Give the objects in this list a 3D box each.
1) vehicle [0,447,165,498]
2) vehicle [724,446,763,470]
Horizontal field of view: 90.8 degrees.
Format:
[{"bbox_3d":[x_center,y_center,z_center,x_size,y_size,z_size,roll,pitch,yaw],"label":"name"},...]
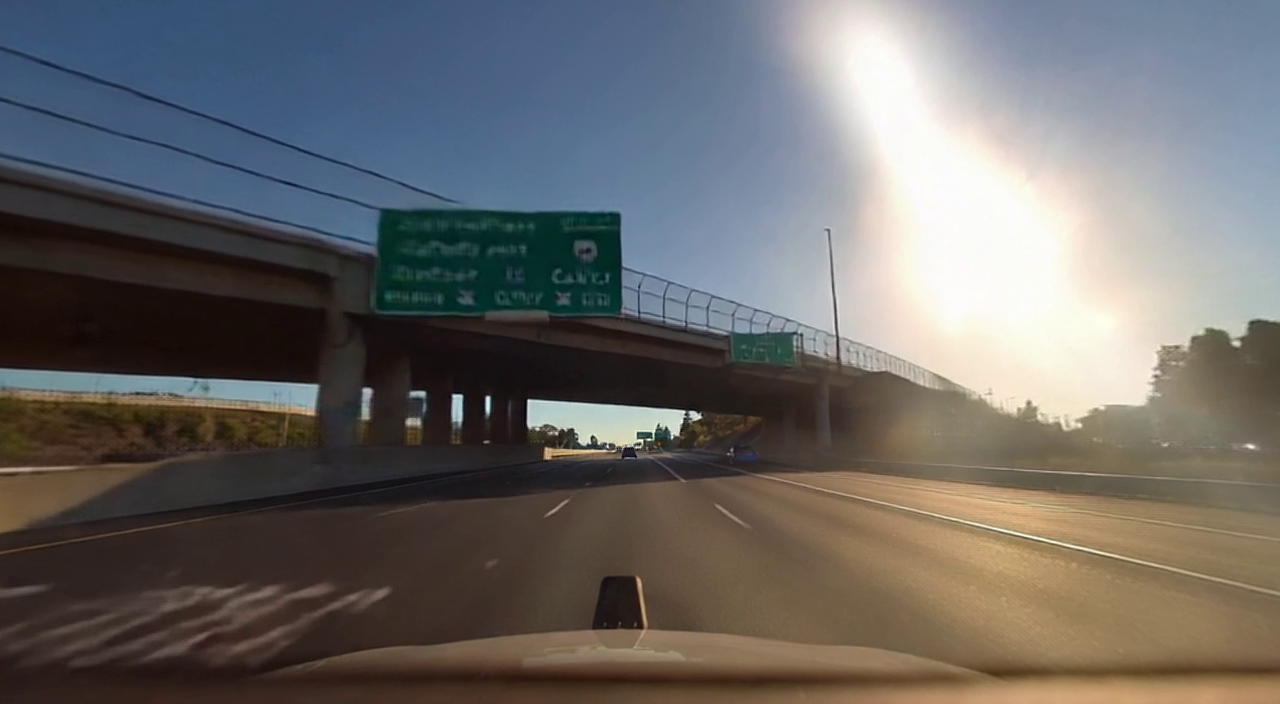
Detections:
[{"bbox_3d":[-18.687,4.003,21.414,1.843,1.462,4.235,0,-8,0],"label":"vehicle"},{"bbox_3d":[7.189,7.395,44.373,1.958,1.498,4.447,0,-7,-1],"label":"vehicle"}]
